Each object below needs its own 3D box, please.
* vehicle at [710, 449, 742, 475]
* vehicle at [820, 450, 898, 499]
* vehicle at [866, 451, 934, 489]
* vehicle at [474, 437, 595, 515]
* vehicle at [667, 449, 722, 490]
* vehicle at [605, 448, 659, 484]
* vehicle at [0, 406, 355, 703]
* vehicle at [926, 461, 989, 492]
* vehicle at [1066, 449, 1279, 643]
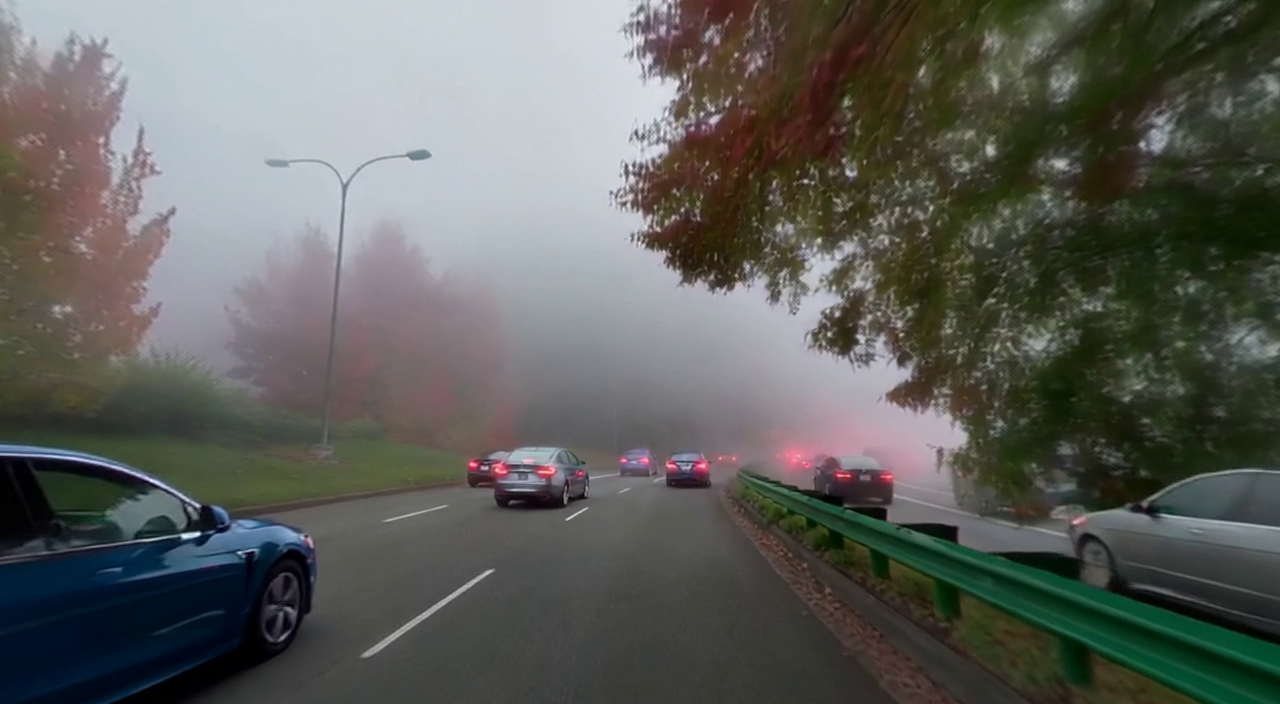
[{"bbox_3d":[6.125,7.707,44.440,1.977,1.704,3.841,-1,-9,11],"label":"vehicle"},{"bbox_3d":[8.035,4.480,23.476,1.768,1.634,4.064,0,-9,5],"label":"vehicle"},{"bbox_3d":[13.319,6.041,32.619,2.121,1.777,4.755,-1,-9,9],"label":"vehicle"},{"bbox_3d":[-2.495,3.076,16.147,1.979,1.663,4.513,0,-9,5],"label":"vehicle"},{"bbox_3d":[2.328,4.737,25.850,2.015,1.506,4.276,-1,-9,8],"label":"vehicle"},{"bbox_3d":[-0.316,5.530,30.903,1.930,1.635,4.260,-1,-9,9],"label":"vehicle"},{"bbox_3d":[-3.354,1.037,2.904,1.921,1.503,4.317,0,-9,2],"label":"vehicle"},{"bbox_3d":[17.670,6.939,35.270,1.816,1.481,4.422,-1,-9,8],"label":"vehicle"},{"bbox_3d":[6.018,1.572,5.118,1.869,1.516,4.753,0,-9,1],"label":"vehicle"}]
